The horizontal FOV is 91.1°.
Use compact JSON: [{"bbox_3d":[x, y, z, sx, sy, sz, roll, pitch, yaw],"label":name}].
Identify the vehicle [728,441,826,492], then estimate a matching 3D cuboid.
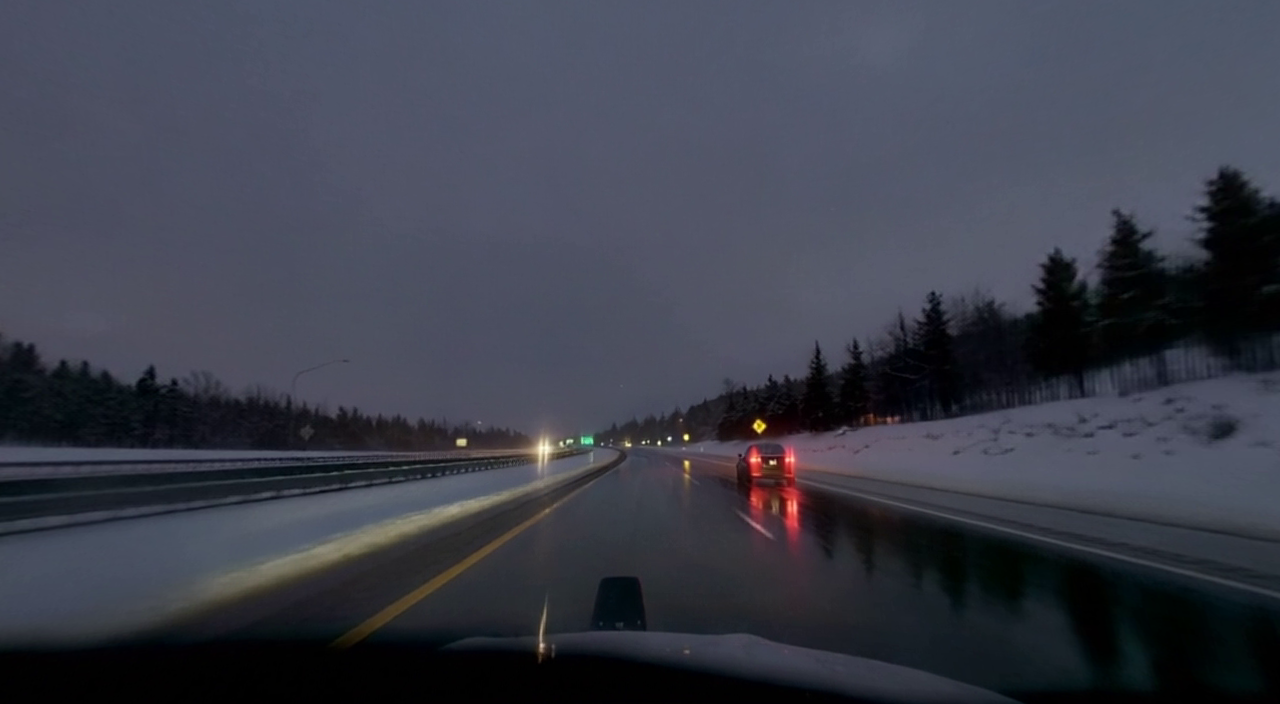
[{"bbox_3d":[4.154,3.527,19.809,2.124,1.405,4.398,0,-8,0],"label":"vehicle"}]
